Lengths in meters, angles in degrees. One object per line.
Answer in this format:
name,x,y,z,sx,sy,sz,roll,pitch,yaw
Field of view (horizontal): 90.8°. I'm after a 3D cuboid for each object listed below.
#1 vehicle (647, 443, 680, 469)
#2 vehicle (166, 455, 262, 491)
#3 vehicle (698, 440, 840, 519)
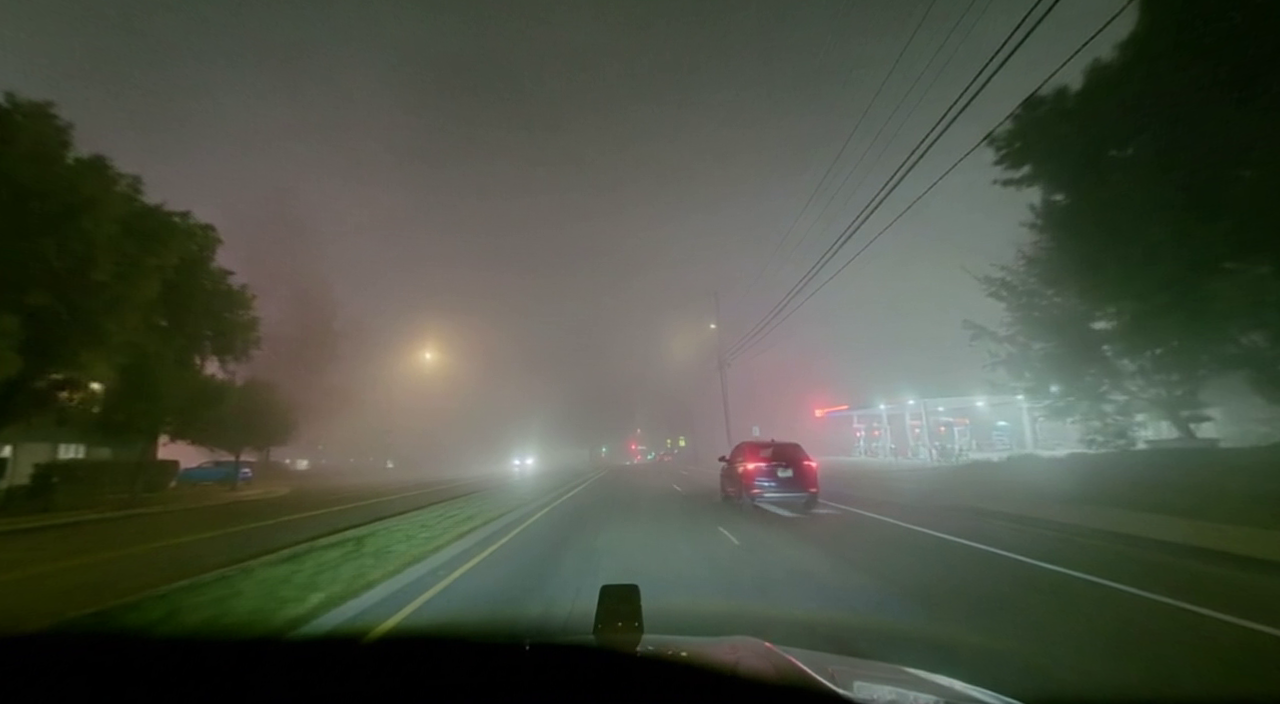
vehicle,1.710,7.858,47.817,2.115,1.840,4.777,0,-9,-3
vehicle,-24.552,6.984,36.703,2.082,1.829,5.094,-1,-9,-1
vehicle,2.675,2.771,14.289,2.061,1.475,4.296,0,-9,-3
